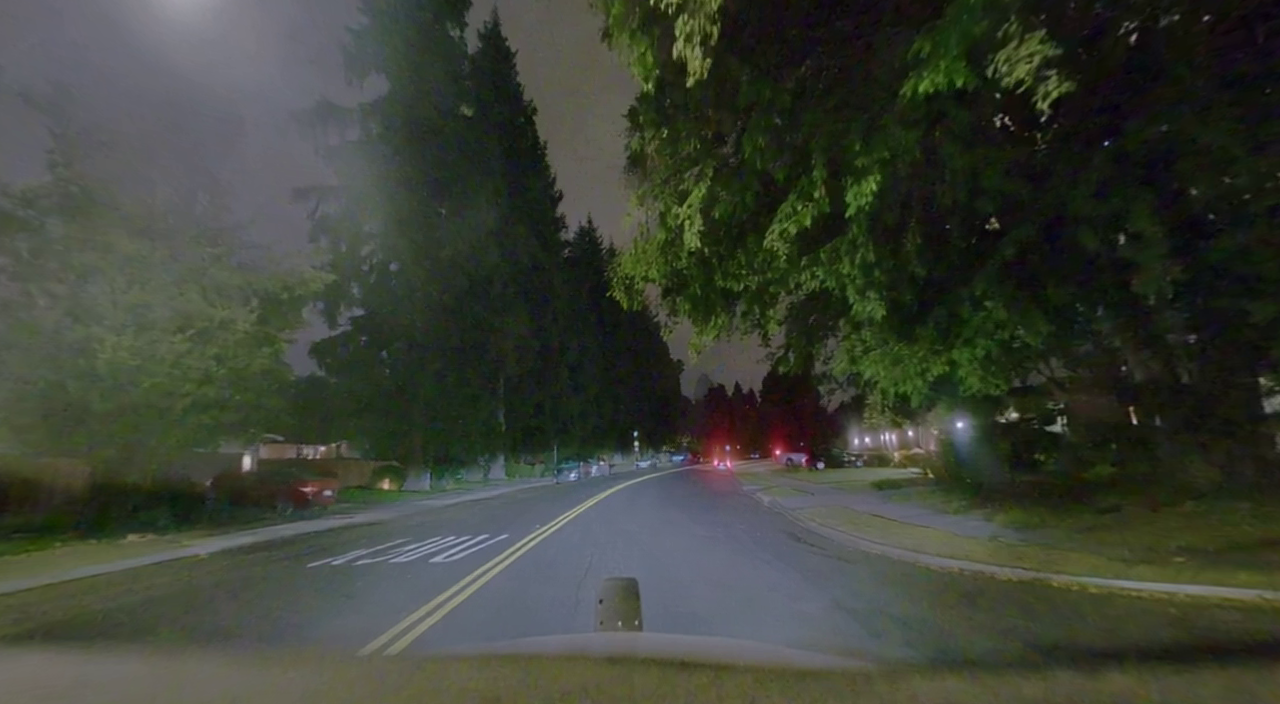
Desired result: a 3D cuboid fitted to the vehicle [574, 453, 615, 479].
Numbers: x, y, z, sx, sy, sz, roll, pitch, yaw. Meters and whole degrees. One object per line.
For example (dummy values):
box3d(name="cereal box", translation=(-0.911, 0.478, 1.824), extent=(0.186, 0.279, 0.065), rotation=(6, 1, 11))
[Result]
box3d(name="vehicle", translation=(-3.180, 8.203, 45.128), extent=(1.972, 1.536, 4.347), rotation=(-2, -14, 8))

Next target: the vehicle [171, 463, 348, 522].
box3d(name="vehicle", translation=(-10.574, 3.870, 17.661), extent=(3.947, 1.442, 1.858), rotation=(-2, -9, 12))

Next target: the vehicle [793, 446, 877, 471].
box3d(name="vehicle", translation=(12.364, 6.756, 40.205), extent=(4.744, 1.507, 1.953), rotation=(-1, -8, 5))

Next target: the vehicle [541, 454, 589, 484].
box3d(name="vehicle", translation=(-4.418, 7.097, 37.924), extent=(1.886, 1.494, 4.149), rotation=(-2, -14, 7))
